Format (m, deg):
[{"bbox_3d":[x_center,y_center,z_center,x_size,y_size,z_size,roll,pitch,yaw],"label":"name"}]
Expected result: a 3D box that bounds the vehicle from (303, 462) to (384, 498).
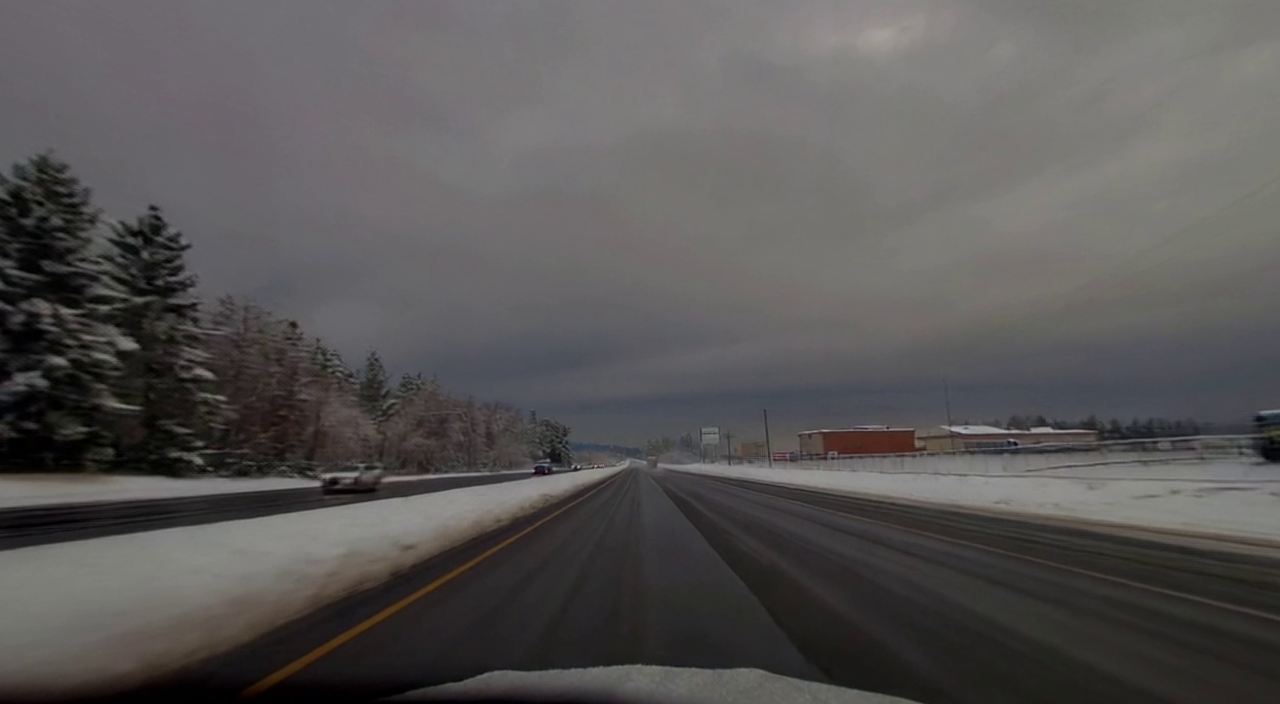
[{"bbox_3d":[-14.532,6.307,31.184,2.030,1.618,4.203,1,-10,-2],"label":"vehicle"}]
